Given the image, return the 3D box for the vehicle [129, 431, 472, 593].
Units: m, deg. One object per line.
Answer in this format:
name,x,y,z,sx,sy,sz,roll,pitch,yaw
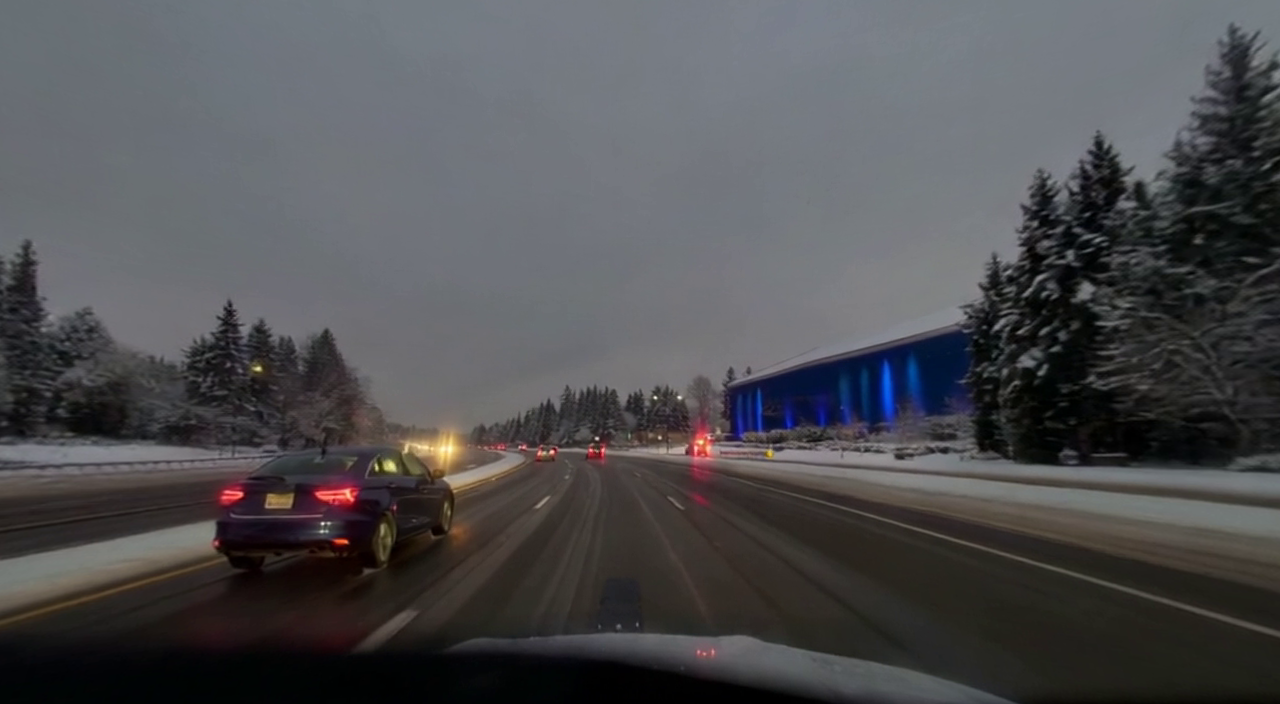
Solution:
vehicle,-3.726,1.811,8.091,2.018,1.476,4.364,0,-9,-1
